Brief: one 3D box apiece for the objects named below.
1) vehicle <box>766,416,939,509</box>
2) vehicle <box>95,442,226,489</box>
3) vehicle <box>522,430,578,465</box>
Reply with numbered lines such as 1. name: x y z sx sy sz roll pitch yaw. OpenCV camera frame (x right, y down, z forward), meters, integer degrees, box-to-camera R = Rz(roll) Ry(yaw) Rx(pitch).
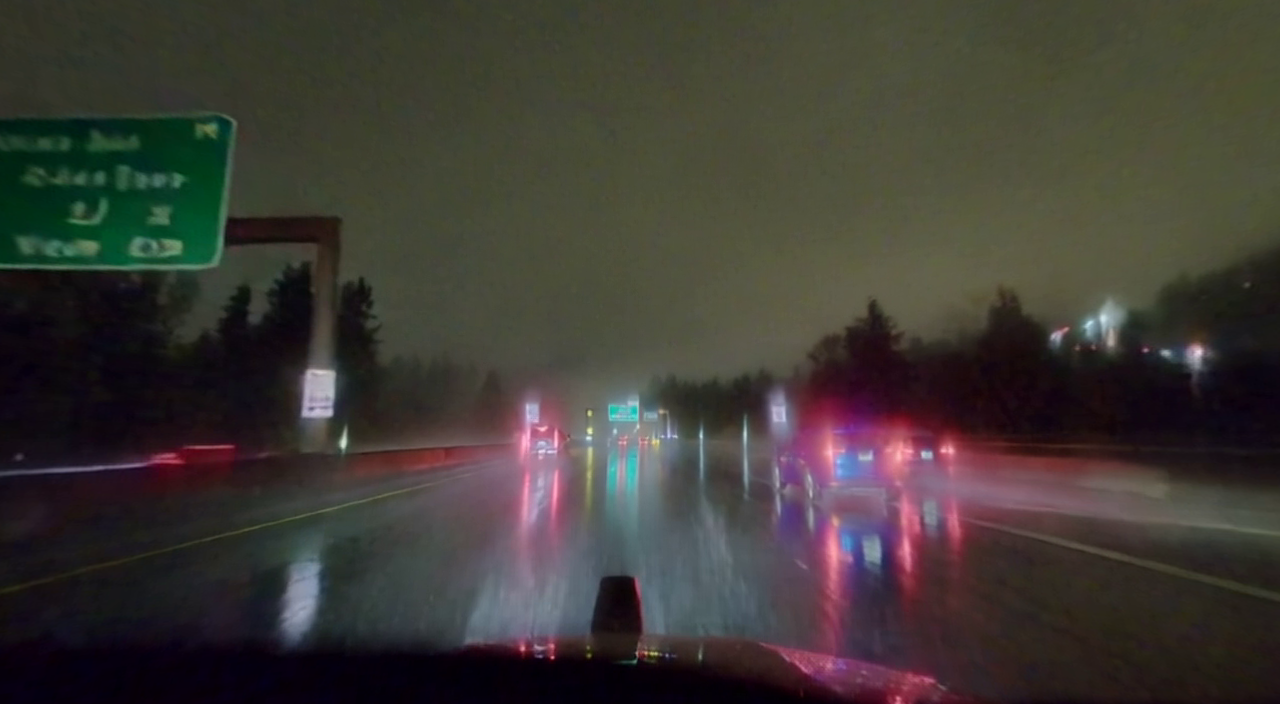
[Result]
1. vehicle: 4.076 2.166 12.878 2.011 1.576 4.060 0 -8 -2
2. vehicle: -17.290 4.070 22.932 1.764 1.516 3.867 0 -8 -1
3. vehicle: -4.020 4.355 28.837 2.032 1.465 4.316 0 -8 -1
